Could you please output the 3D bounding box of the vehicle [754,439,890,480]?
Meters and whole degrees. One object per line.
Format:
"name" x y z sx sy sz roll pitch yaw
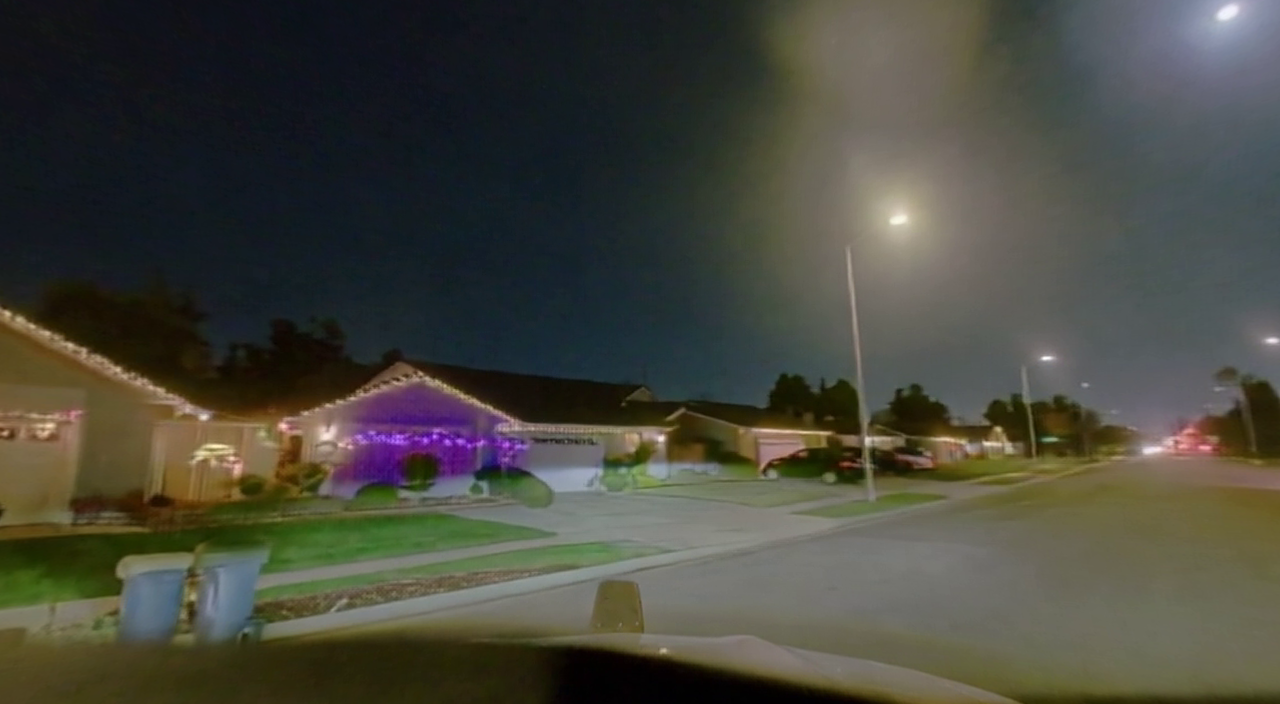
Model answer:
"vehicle" 7.280 4.332 25.636 4.916 1.485 1.807 -7 -11 38
